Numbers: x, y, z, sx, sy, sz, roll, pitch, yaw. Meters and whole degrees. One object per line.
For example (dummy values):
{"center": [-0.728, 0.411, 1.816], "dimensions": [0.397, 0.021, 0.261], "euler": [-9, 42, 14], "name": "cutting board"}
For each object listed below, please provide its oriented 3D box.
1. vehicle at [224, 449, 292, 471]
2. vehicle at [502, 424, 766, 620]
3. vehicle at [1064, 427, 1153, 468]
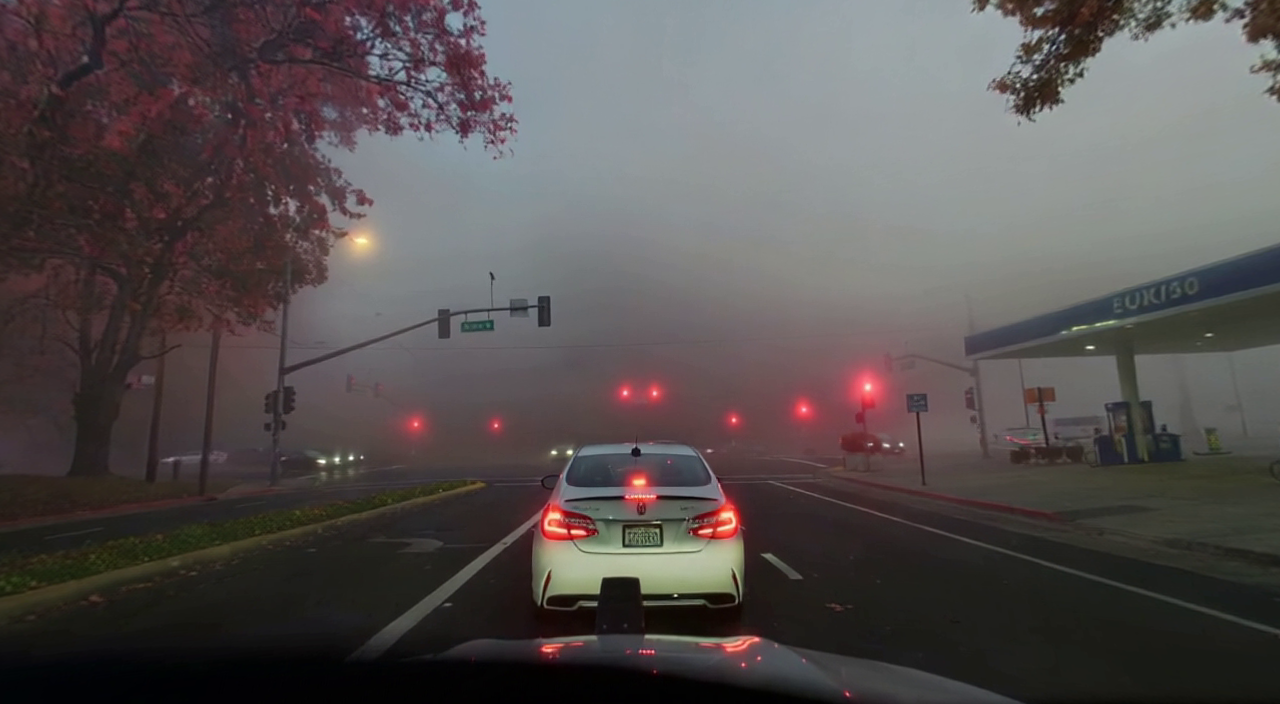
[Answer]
{"center": [-28.484, 8.030, 47.031], "dimensions": [3.975, 1.563, 1.755], "euler": [-1, -8, 5], "name": "vehicle"}
{"center": [-0.047, 1.600, 6.908], "dimensions": [2.010, 1.482, 4.057], "euler": [0, -8, 0], "name": "vehicle"}
{"center": [18.559, 3.762, 24.904], "dimensions": [4.091, 1.495, 2.053], "euler": [8, -12, -44], "name": "vehicle"}
